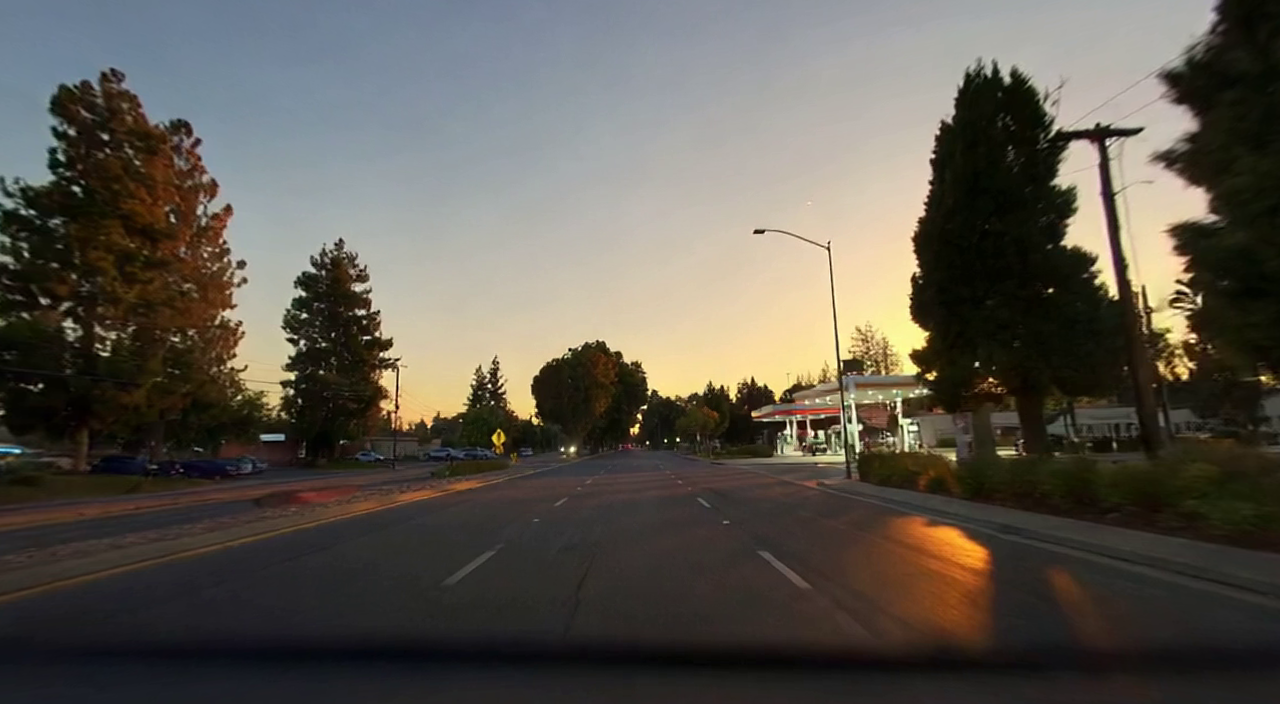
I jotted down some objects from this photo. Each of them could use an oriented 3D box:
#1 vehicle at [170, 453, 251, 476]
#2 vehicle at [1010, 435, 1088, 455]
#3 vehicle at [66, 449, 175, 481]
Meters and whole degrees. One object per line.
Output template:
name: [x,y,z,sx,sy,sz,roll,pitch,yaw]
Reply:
vehicle: [-30.951,8.107,45.620,4.274,1.491,2.110,0,-9,-4]
vehicle: [31.077,7.045,48.055,4.549,1.476,1.952,0,-8,1]
vehicle: [-30.571,6.640,37.279,4.613,1.820,2.013,0,-9,1]
